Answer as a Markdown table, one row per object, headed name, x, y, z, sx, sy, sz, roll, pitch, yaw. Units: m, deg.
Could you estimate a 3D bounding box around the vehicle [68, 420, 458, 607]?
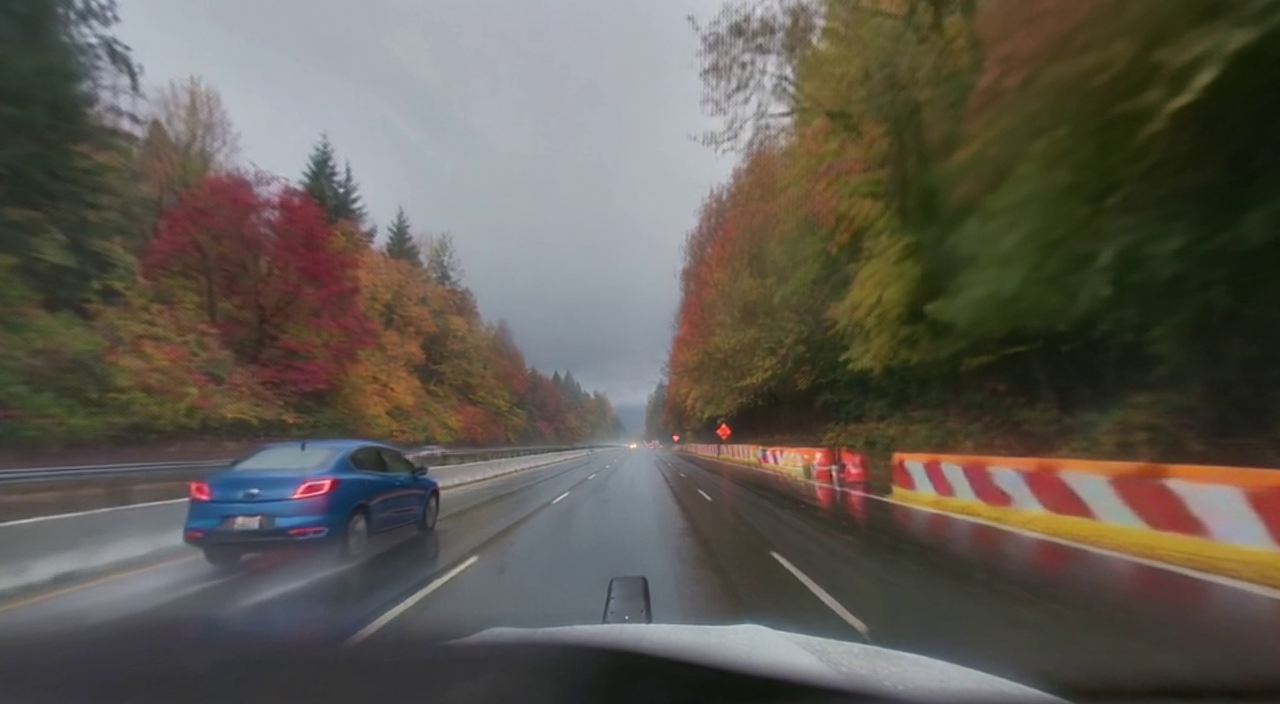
| name | x | y | z | sx | sy | sz | roll | pitch | yaw |
| --- | --- | --- | --- | --- | --- | --- | --- | --- | --- |
| vehicle | -3.688 | 1.620 | 7.223 | 1.902 | 1.505 | 4.016 | 0 | -8 | 1 |
